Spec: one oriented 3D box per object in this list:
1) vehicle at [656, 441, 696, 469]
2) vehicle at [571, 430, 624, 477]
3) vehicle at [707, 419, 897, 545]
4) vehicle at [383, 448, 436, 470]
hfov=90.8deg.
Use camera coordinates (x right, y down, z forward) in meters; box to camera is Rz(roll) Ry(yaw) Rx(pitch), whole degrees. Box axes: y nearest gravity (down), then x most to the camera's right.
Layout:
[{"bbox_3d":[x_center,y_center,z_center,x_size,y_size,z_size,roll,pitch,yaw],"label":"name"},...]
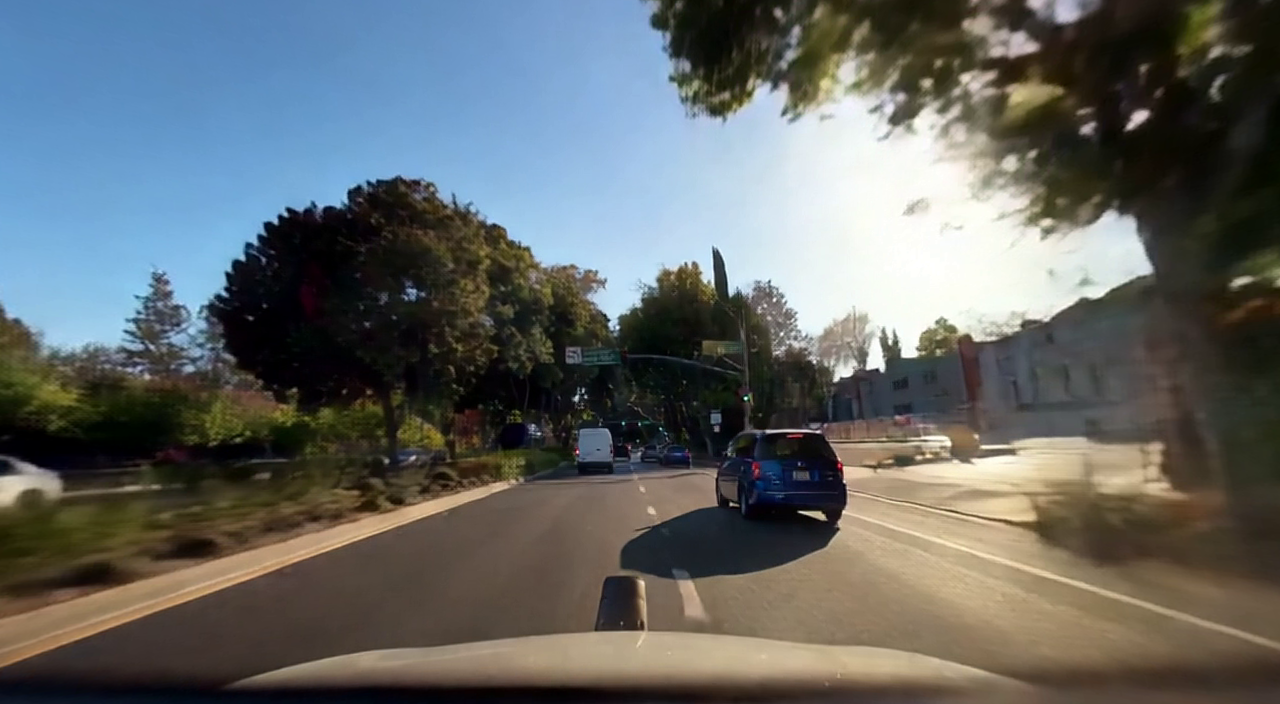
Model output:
[{"bbox_3d":[2.283,6.683,41.289,2.248,1.692,4.252,0,-9,-2],"label":"vehicle"},{"bbox_3d":[-1.942,4.814,30.039,2.228,2.054,4.309,0,-9,0],"label":"vehicle"},{"bbox_3d":[2.419,2.073,10.691,1.965,1.671,4.146,0,-9,-2],"label":"vehicle"},{"bbox_3d":[-16.695,7.746,46.001,2.139,1.493,4.521,0,-9,0],"label":"vehicle"}]
